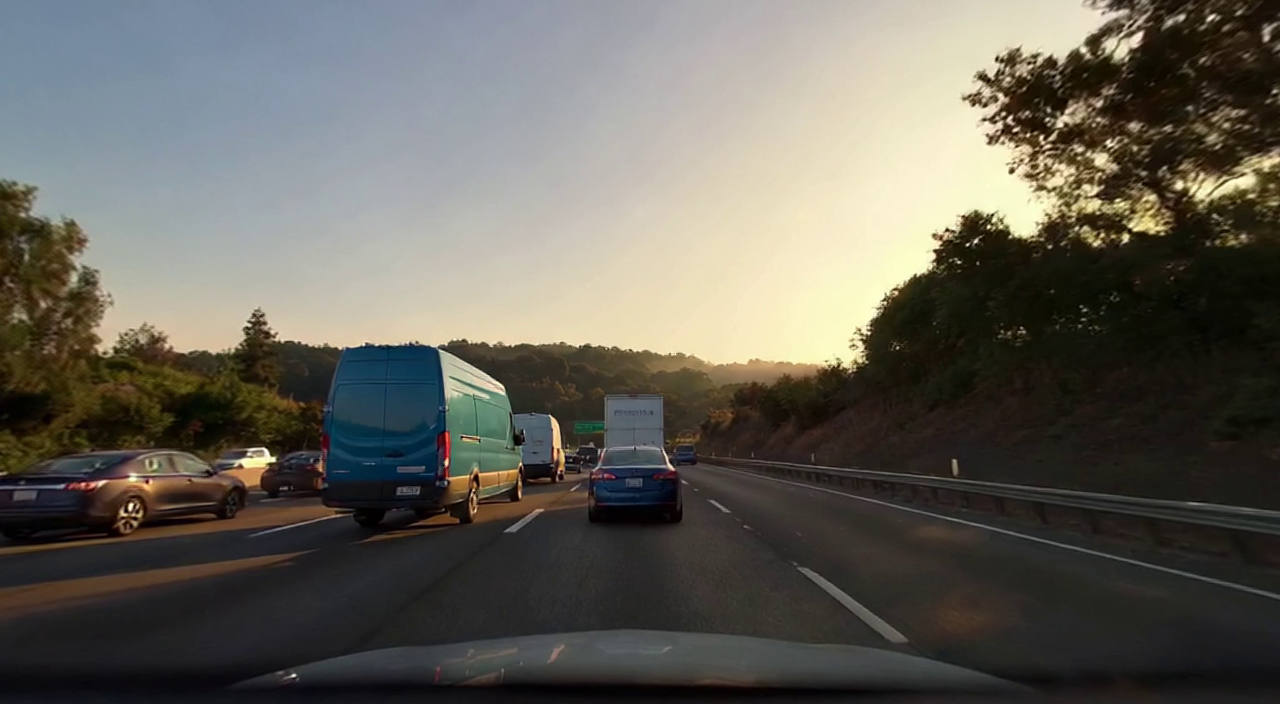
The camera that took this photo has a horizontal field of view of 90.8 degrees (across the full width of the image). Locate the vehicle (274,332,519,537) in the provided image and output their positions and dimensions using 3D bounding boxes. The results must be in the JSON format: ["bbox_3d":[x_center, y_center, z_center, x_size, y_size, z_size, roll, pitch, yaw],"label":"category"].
[{"bbox_3d":[-4.060,1.647,12.297,2.254,2.879,6.656,0,-9,-2],"label":"vehicle"}]

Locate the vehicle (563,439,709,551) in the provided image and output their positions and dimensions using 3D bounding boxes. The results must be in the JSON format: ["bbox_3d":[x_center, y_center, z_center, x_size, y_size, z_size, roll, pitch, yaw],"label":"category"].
[{"bbox_3d":[-0.087,2.213,10.350,1.995,1.495,3.380,0,-9,-1],"label":"vehicle"}]

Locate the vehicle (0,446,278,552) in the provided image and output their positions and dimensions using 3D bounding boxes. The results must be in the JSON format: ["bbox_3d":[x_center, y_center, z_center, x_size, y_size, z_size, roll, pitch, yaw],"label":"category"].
[{"bbox_3d":[-8.837,2.475,11.377,1.899,1.503,4.466,-1,-9,1],"label":"vehicle"}]
